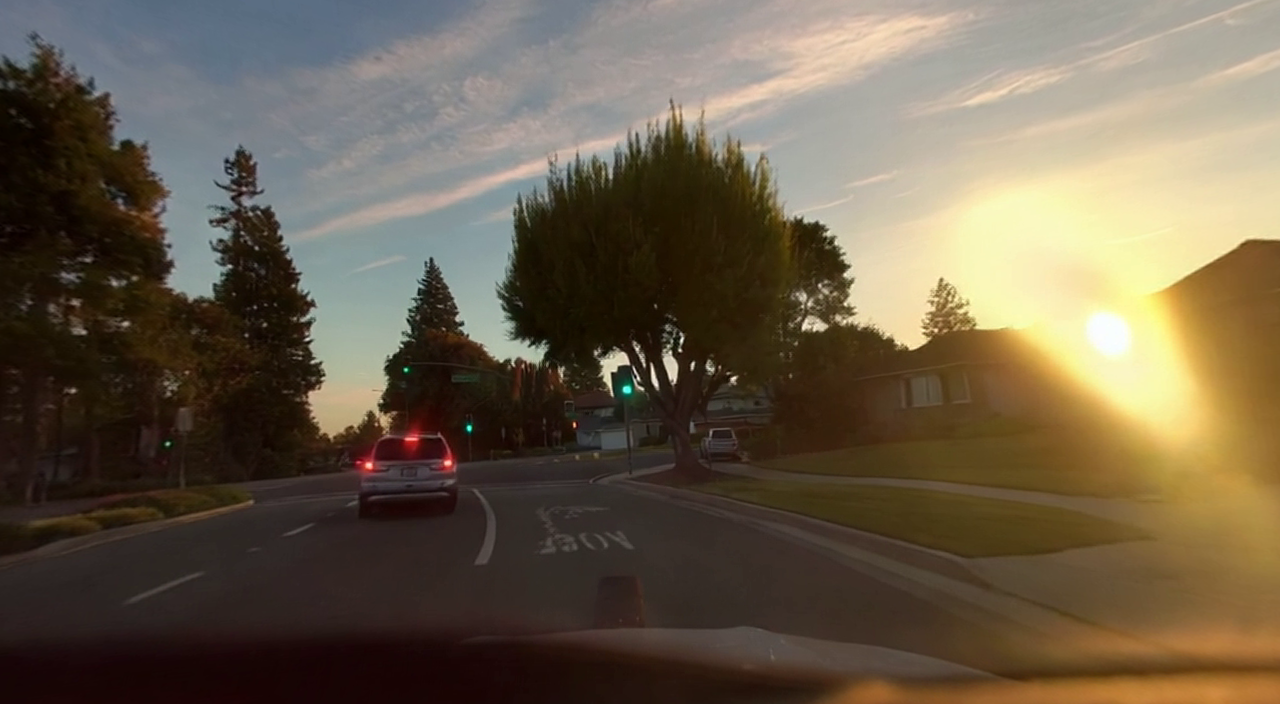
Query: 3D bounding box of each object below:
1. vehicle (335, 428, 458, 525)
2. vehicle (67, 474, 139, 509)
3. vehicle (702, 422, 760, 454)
[{"bbox_3d":[-4.978,2.544,13.513,1.990,1.707,4.225,2,-9,-16],"label":"vehicle"},{"bbox_3d":[-31.132,8.032,36.779,1.943,1.677,4.176,3,-9,-23],"label":"vehicle"},{"bbox_3d":[4.589,4.442,32.531,1.911,1.516,4.251,1,-9,-7],"label":"vehicle"}]
